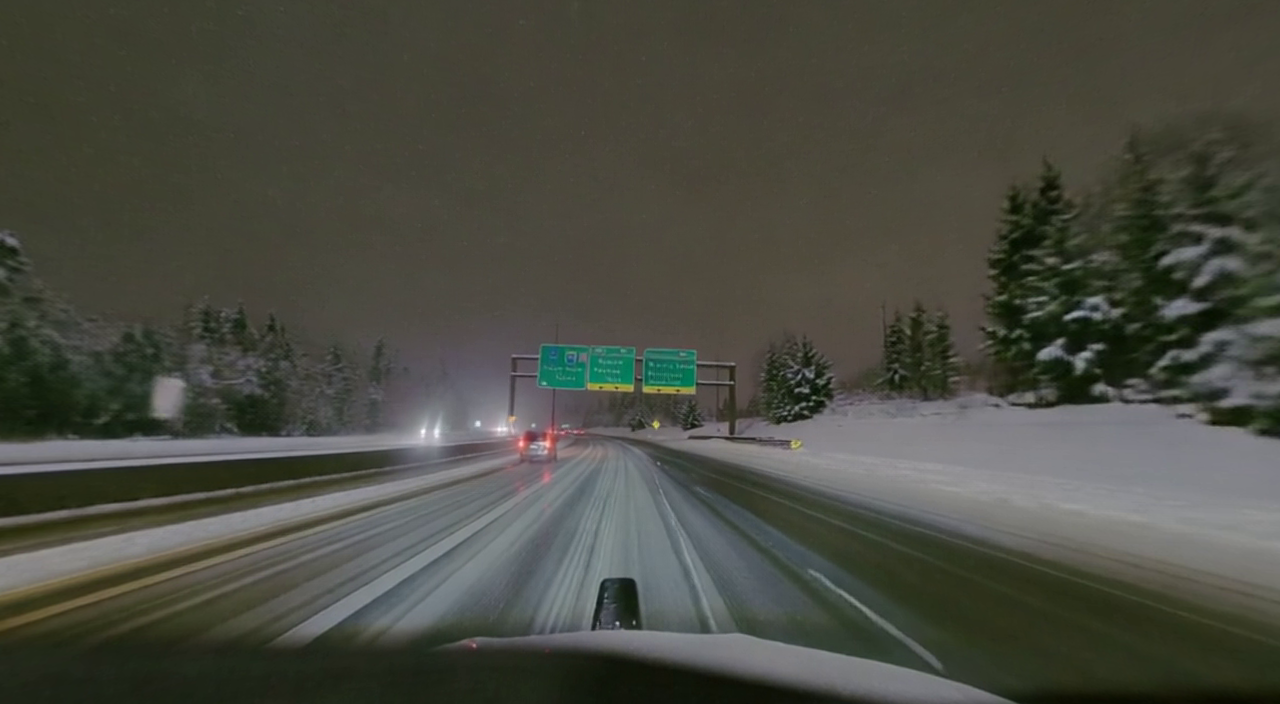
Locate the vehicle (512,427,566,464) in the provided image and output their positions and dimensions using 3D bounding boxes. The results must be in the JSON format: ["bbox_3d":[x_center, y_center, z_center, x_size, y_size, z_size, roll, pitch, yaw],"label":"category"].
[{"bbox_3d":[-4.516,4.263,28.784,1.878,1.548,3.966,0,-8,-1],"label":"vehicle"}]
